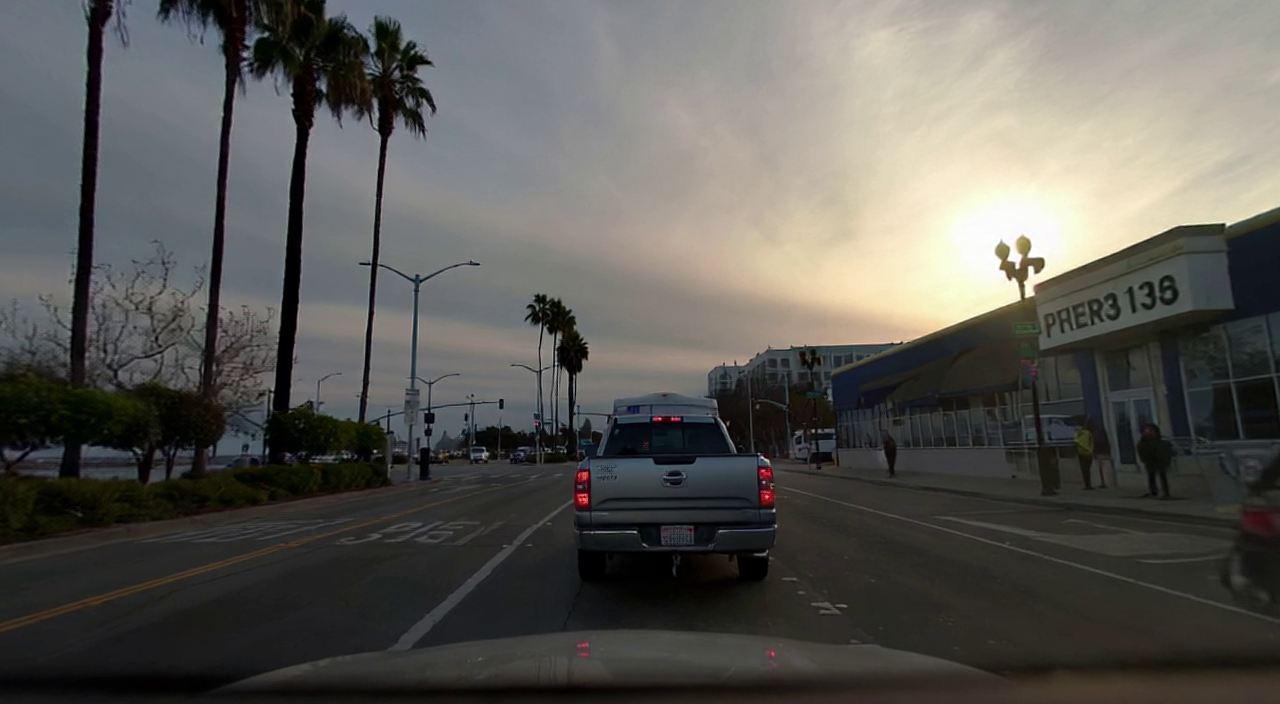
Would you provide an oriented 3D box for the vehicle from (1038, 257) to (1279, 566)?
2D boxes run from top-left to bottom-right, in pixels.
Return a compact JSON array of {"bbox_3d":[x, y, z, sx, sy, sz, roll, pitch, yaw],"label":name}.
[{"bbox_3d":[7.896,0.835,8.560,2.666,3.345,3.622,-2,-9,6],"label":"vehicle"}]

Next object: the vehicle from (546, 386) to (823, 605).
[{"bbox_3d":[0.405,1.591,7.989,2.311,1.819,5.255,0,-8,1],"label":"vehicle"}]
